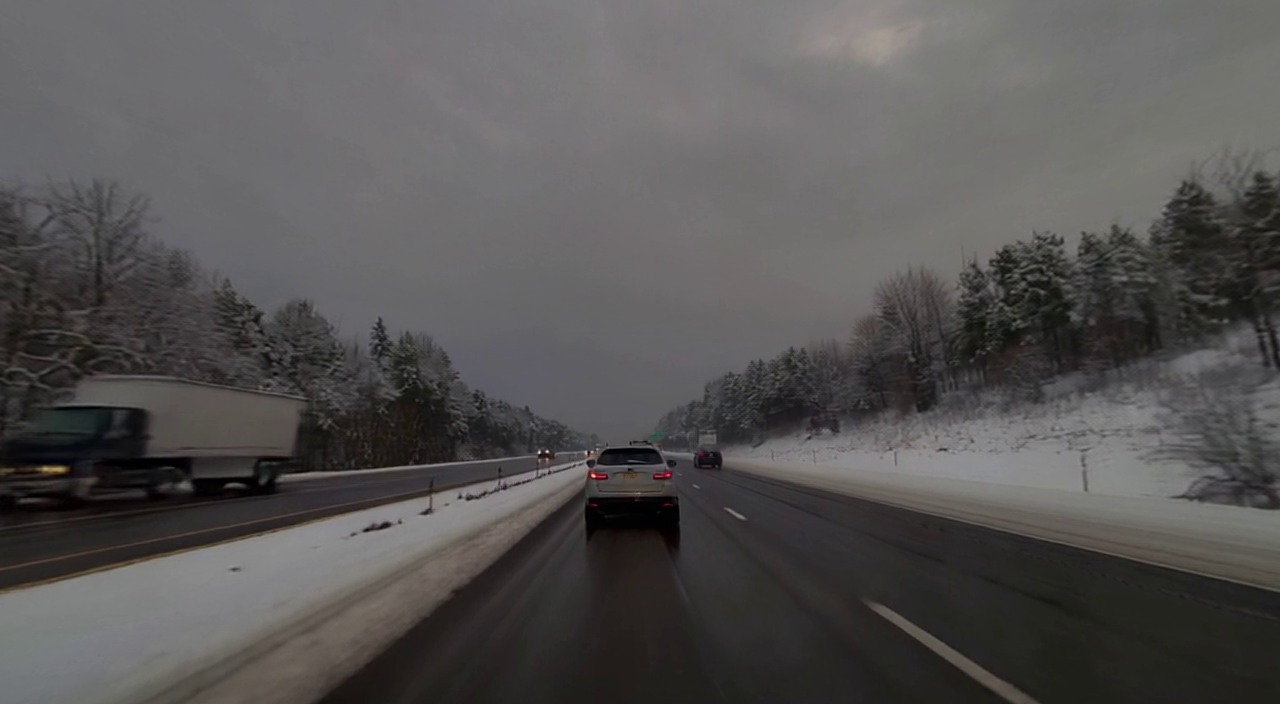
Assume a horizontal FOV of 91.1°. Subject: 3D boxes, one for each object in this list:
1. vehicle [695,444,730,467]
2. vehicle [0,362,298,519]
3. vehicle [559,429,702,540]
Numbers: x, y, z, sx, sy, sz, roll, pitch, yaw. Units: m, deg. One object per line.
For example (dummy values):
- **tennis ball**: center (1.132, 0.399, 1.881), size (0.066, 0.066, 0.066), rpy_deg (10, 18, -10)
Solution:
- **vehicle**: center (5.047, 7.288, 44.289), size (1.931, 1.516, 3.995), rpy_deg (0, -9, 0)
- **vehicle**: center (-13.366, 2.536, 17.832), size (2.757, 3.414, 7.910), rpy_deg (-1, -9, 0)
- **vehicle**: center (-0.157, 2.221, 11.070), size (2.088, 1.580, 3.657), rpy_deg (0, -9, 0)
